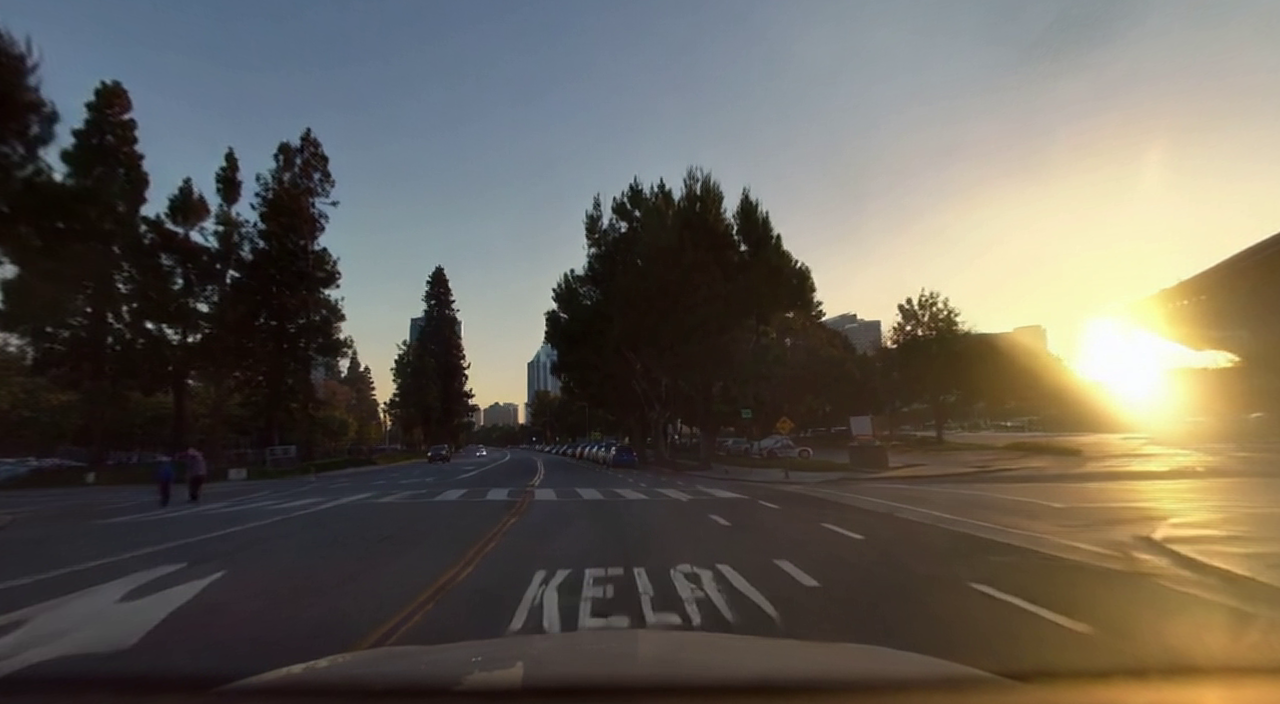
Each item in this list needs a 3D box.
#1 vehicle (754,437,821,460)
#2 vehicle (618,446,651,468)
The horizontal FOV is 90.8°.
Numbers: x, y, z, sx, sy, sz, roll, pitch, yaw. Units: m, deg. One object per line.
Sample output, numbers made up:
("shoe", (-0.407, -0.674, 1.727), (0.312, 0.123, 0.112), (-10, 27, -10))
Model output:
("vehicle", (10.347, 6.793, 44.448), (4.201, 1.546, 1.749), (1, -8, -7))
("vehicle", (-0.456, 7.947, 48.083), (1.866, 1.492, 4.093), (1, -8, -10))
